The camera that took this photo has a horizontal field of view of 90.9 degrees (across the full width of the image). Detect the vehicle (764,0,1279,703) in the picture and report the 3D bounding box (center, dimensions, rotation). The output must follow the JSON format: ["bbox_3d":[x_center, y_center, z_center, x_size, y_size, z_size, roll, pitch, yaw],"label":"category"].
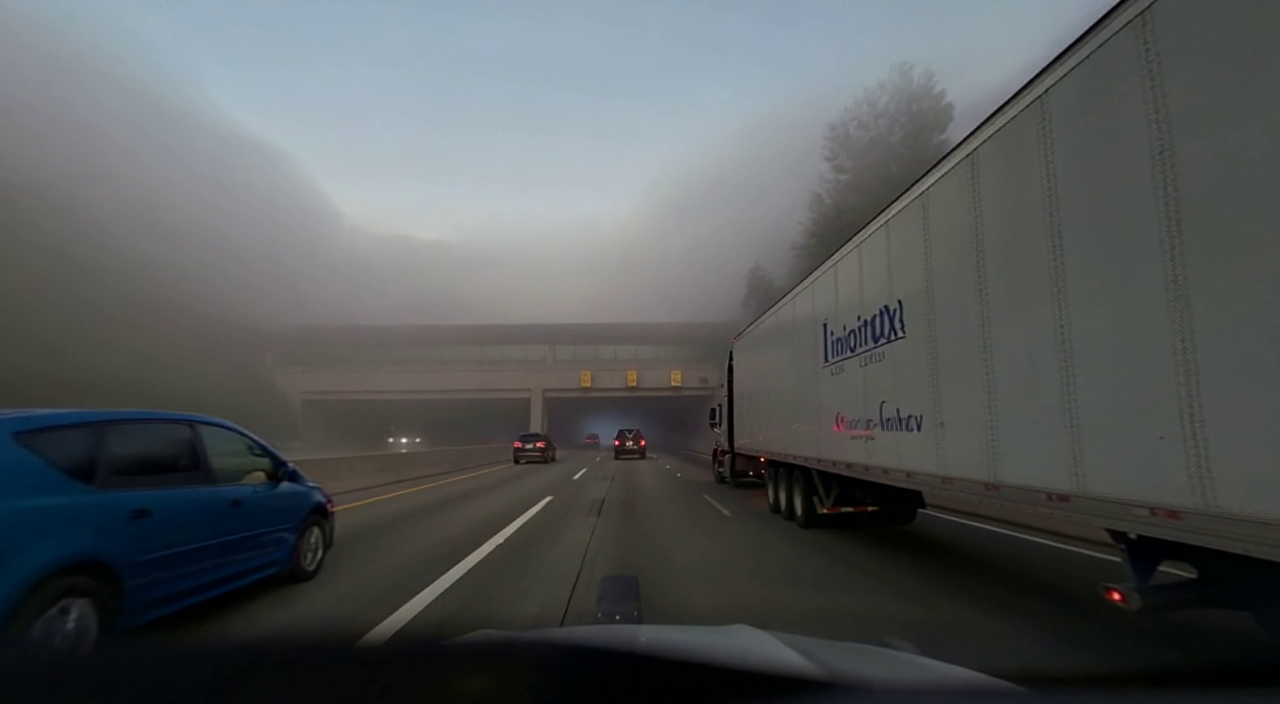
[{"bbox_3d":[3.959,0.011,5.142,2.842,4.108,14.081,0,-8,-1],"label":"vehicle"}]

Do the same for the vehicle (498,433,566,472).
[{"bbox_3d":[-4.309,4.066,25.762,2.019,1.435,4.317,0,-8,0],"label":"vehicle"}]

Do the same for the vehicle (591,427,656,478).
[{"bbox_3d":[-0.545,3.490,22.110,2.094,1.600,3.666,0,-8,-1],"label":"vehicle"}]

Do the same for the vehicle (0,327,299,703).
[{"bbox_3d":[-3.368,0.848,3.041,1.826,1.695,2.870,0,-8,-1],"label":"vehicle"}]
